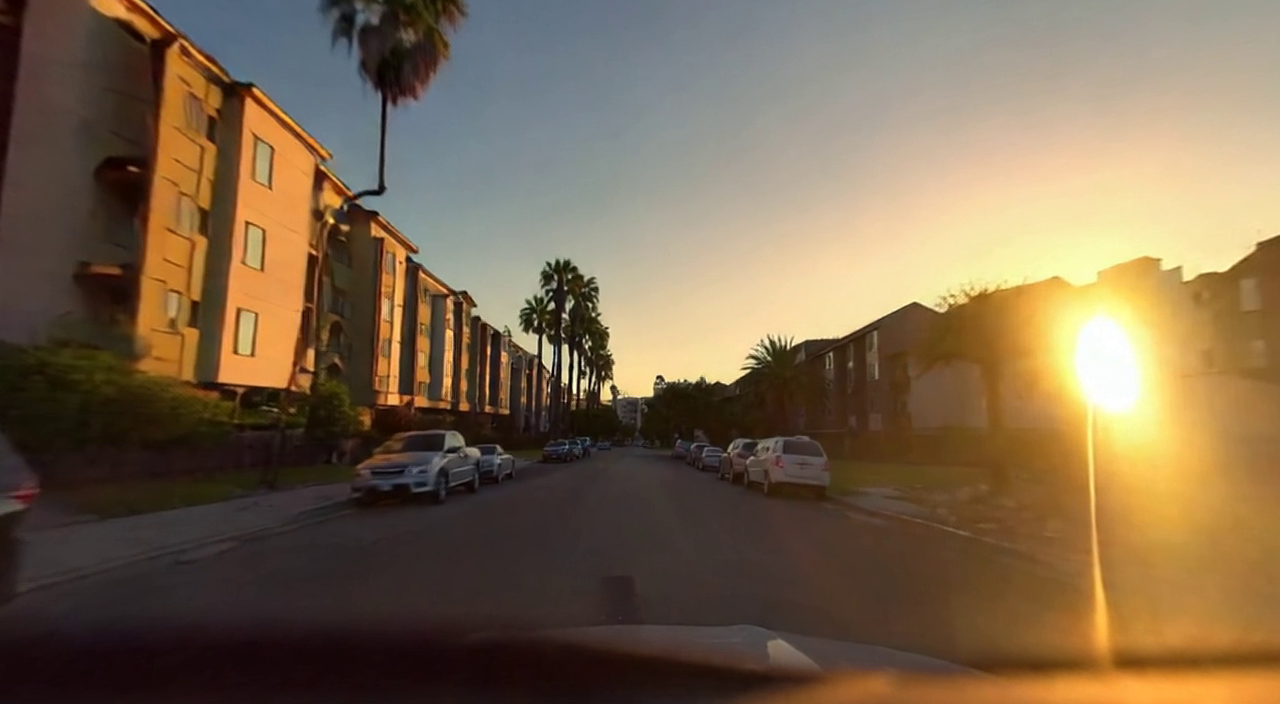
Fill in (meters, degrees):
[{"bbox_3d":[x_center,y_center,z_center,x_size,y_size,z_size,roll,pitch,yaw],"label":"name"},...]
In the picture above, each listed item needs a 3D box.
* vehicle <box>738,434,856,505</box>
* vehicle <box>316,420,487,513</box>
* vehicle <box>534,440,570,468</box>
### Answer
[{"bbox_3d":[4.390,3.351,18.539,1.969,1.782,4.677,0,-9,-4],"label":"vehicle"},{"bbox_3d":[-5.681,2.834,16.090,2.358,1.905,5.615,0,-9,-2],"label":"vehicle"},{"bbox_3d":[-6.035,7.012,43.665,1.947,1.806,4.413,1,-8,-2],"label":"vehicle"}]
